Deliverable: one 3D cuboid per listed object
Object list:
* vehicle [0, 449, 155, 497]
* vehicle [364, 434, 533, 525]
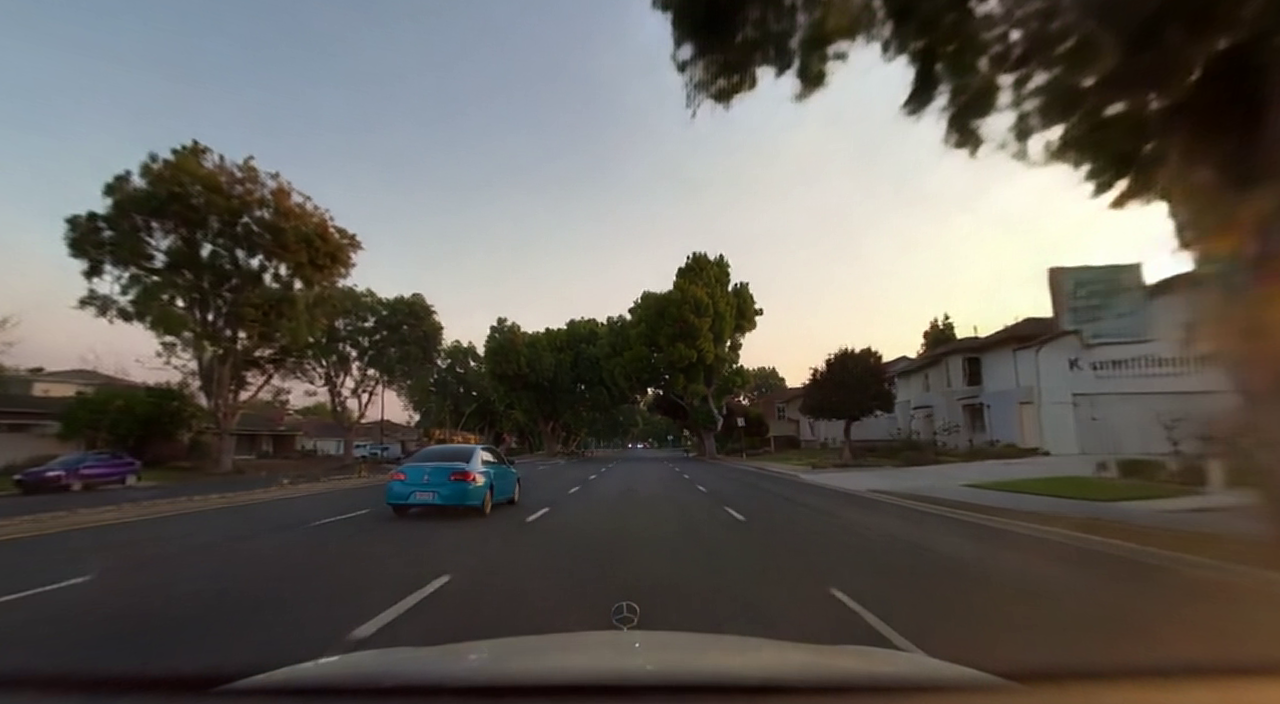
[{"bbox_3d":[-22.786,4.835,25.781,2.031,1.699,5.011,0,-8,-1],"label":"vehicle"},{"bbox_3d":[-3.484,2.381,12.461,2.005,1.477,4.169,0,-8,0],"label":"vehicle"}]
